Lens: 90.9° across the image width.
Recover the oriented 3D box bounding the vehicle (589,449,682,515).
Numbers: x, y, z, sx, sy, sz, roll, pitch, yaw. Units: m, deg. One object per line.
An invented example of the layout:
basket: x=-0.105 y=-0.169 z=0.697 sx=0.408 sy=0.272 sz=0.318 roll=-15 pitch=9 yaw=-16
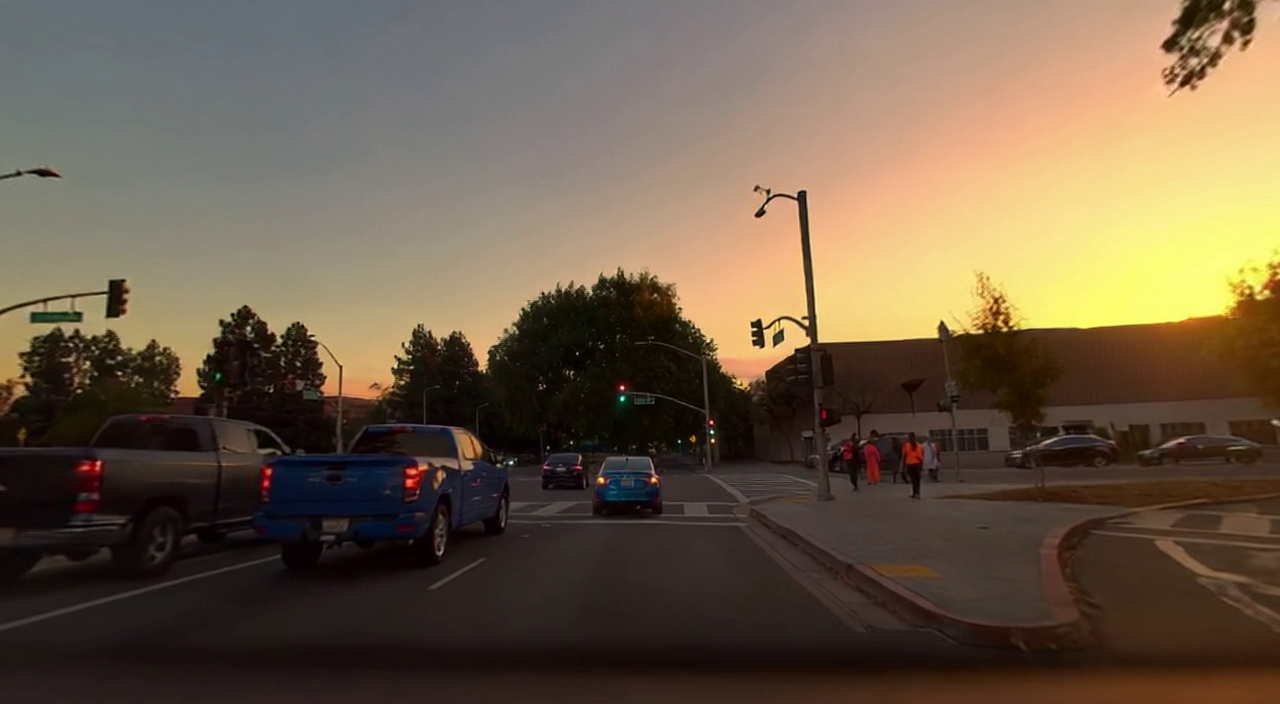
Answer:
vehicle: x=-0.062 y=3.346 z=16.797 sx=2.144 sy=1.497 sz=4.446 roll=0 pitch=-9 yaw=1

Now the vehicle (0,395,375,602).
vehicle: x=-6.480 y=1.899 z=9.240 sx=2.544 sy=2.018 sz=5.893 roll=0 pitch=-9 yaw=1

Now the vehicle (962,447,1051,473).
vehicle: x=21.406 y=6.287 z=36.909 sx=3.983 sy=1.443 sz=1.831 roll=0 pitch=-9 yaw=1

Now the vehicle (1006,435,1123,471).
vehicle: x=22.201 y=5.320 z=33.101 sx=4.529 sy=1.786 sz=2.110 roll=-1 pitch=-9 yaw=2

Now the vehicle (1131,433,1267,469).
vehicle: x=29.205 y=5.193 z=33.066 sx=4.967 sy=1.794 sz=2.044 roll=-1 pitch=-9 yaw=3

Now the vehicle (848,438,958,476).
vehicle: x=12.462 y=5.018 z=30.090 sx=4.394 sy=1.724 sz=1.886 roll=0 pitch=-9 yaw=1

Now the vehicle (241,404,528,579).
vehicle: x=-3.330 y=1.954 z=9.675 sx=2.202 sy=1.961 sz=4.980 roll=0 pitch=-9 yaw=1

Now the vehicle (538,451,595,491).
vehicle: x=-3.263 y=5.410 z=29.045 sx=2.003 sy=1.655 sz=4.878 roll=0 pitch=-9 yaw=0
